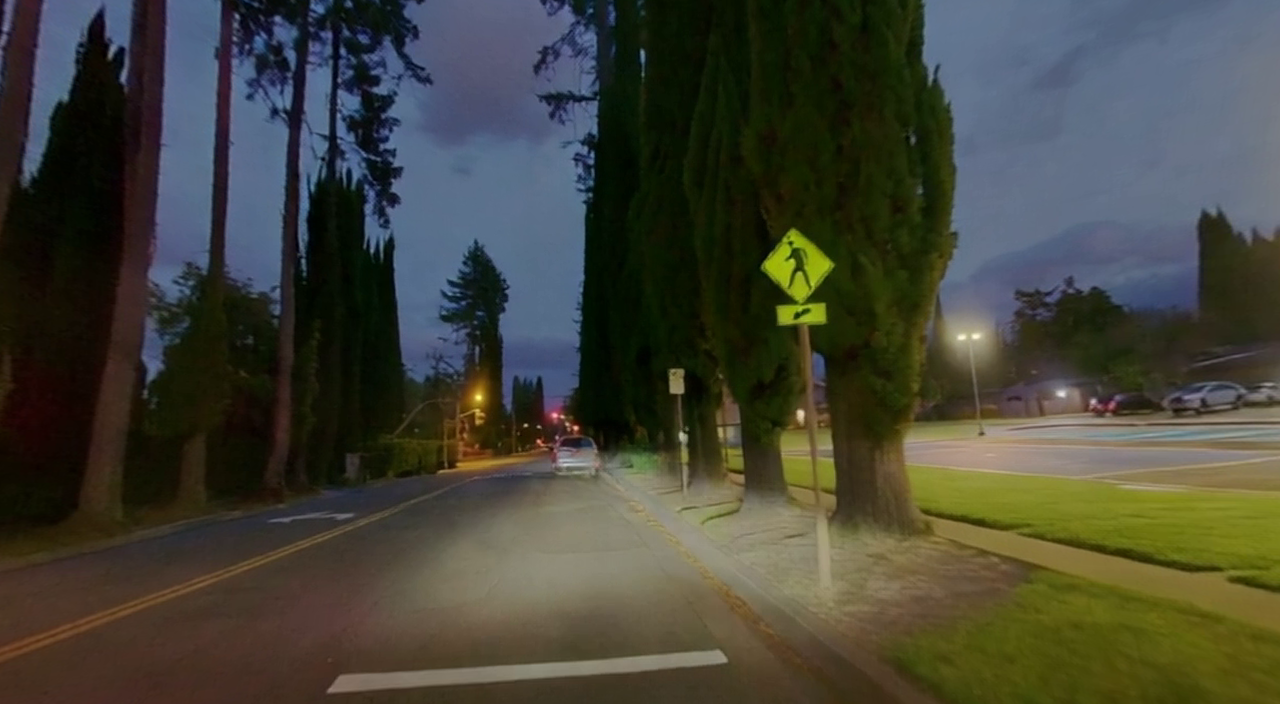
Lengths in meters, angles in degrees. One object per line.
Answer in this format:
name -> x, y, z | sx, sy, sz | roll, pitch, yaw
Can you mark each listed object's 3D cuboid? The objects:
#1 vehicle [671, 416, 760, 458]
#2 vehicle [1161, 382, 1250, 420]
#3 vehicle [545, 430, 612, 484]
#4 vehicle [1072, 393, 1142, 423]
vehicle -> 3.977, 4.402, 32.882 | 4.390, 1.696, 1.954 | -1, -6, -38
vehicle -> 28.506, 2.515, 31.804 | 4.481, 1.634, 1.973 | 5, -10, -31
vehicle -> -2.276, 3.833, 23.251 | 2.204, 1.776, 4.262 | 1, -9, -6
vehicle -> 28.111, 3.411, 37.988 | 4.245, 1.601, 1.912 | 5, -10, -33
